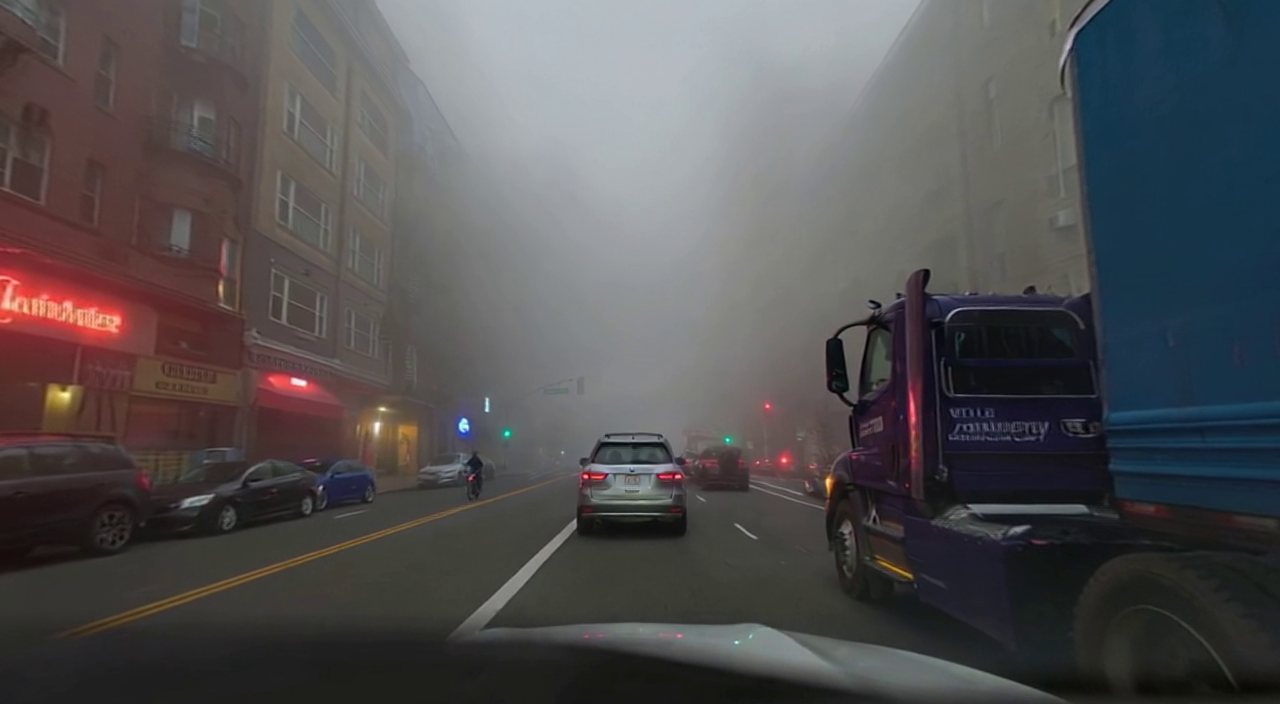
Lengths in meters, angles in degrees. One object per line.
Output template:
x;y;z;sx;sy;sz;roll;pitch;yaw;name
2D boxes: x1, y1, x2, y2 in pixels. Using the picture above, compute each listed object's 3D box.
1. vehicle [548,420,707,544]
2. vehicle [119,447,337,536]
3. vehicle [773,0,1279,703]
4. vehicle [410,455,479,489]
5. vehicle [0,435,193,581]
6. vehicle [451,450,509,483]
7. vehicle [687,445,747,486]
-0.192;2.231;11.502;2.283;1.783;4.548;0;-9;0;vehicle
-8.842;2.976;14.144;1.896;1.652;4.269;0;-9;1;vehicle
2.962;0.015;2.280;2.913;3.771;9.716;0;-9;1;vehicle
-8.700;5.360;28.523;1.805;1.379;4.359;0;-9;-1;vehicle
-8.796;1.976;8.239;2.065;1.758;5.144;0;-9;1;vehicle
-8.689;6.220;34.696;2.084;1.686;4.422;0;-9;-1;vehicle
3.355;5.046;28.425;2.159;1.696;4.316;0;-9;0;vehicle
